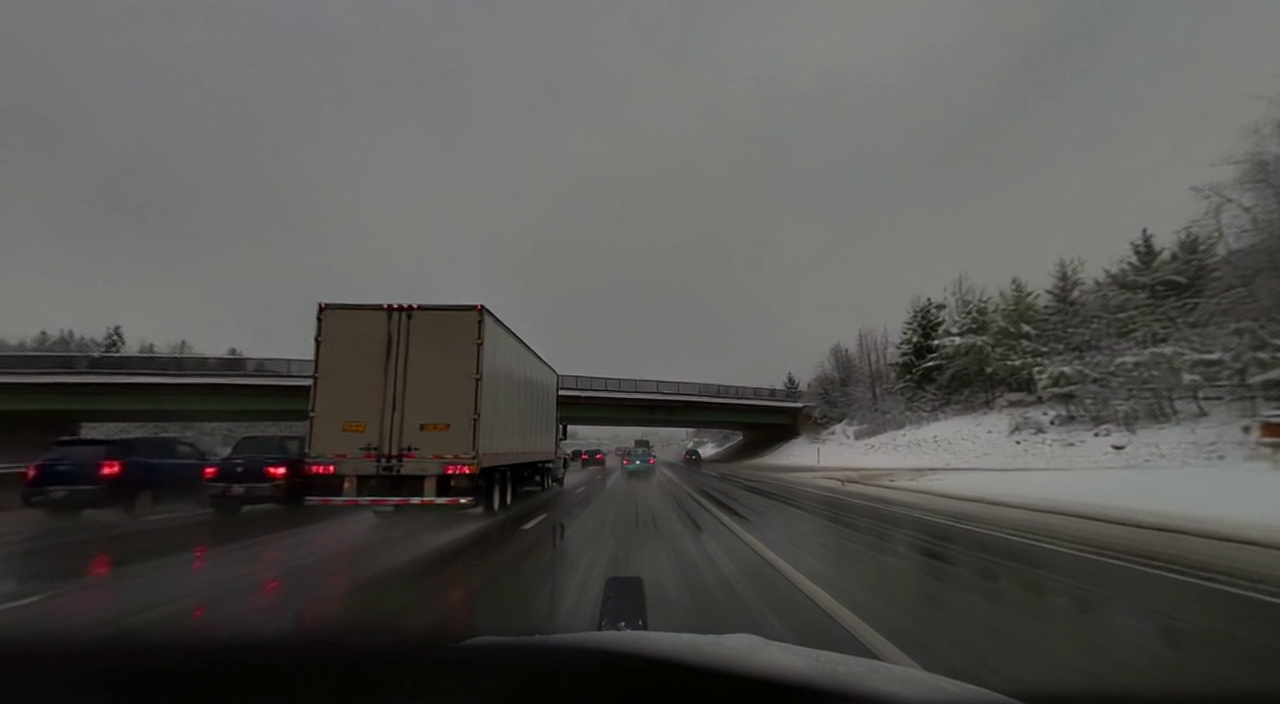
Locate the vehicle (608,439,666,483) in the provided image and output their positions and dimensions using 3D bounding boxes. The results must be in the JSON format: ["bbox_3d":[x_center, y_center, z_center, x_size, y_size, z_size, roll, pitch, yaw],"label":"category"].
[{"bbox_3d":[-0.159,4.589,26.872,2.270,1.696,4.061,0,-8,-1],"label":"vehicle"}]

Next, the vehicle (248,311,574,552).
[{"bbox_3d":[-3.665,1.854,14.144,3.075,3.276,11.073,0,-8,0],"label":"vehicle"}]

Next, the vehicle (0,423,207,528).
[{"bbox_3d":[-11.574,2.427,13.012,1.999,1.764,4.597,0,-8,0],"label":"vehicle"}]

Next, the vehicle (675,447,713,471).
[{"bbox_3d":[3.405,6.858,40.581,2.003,1.465,4.092,0,-8,-1],"label":"vehicle"}]
